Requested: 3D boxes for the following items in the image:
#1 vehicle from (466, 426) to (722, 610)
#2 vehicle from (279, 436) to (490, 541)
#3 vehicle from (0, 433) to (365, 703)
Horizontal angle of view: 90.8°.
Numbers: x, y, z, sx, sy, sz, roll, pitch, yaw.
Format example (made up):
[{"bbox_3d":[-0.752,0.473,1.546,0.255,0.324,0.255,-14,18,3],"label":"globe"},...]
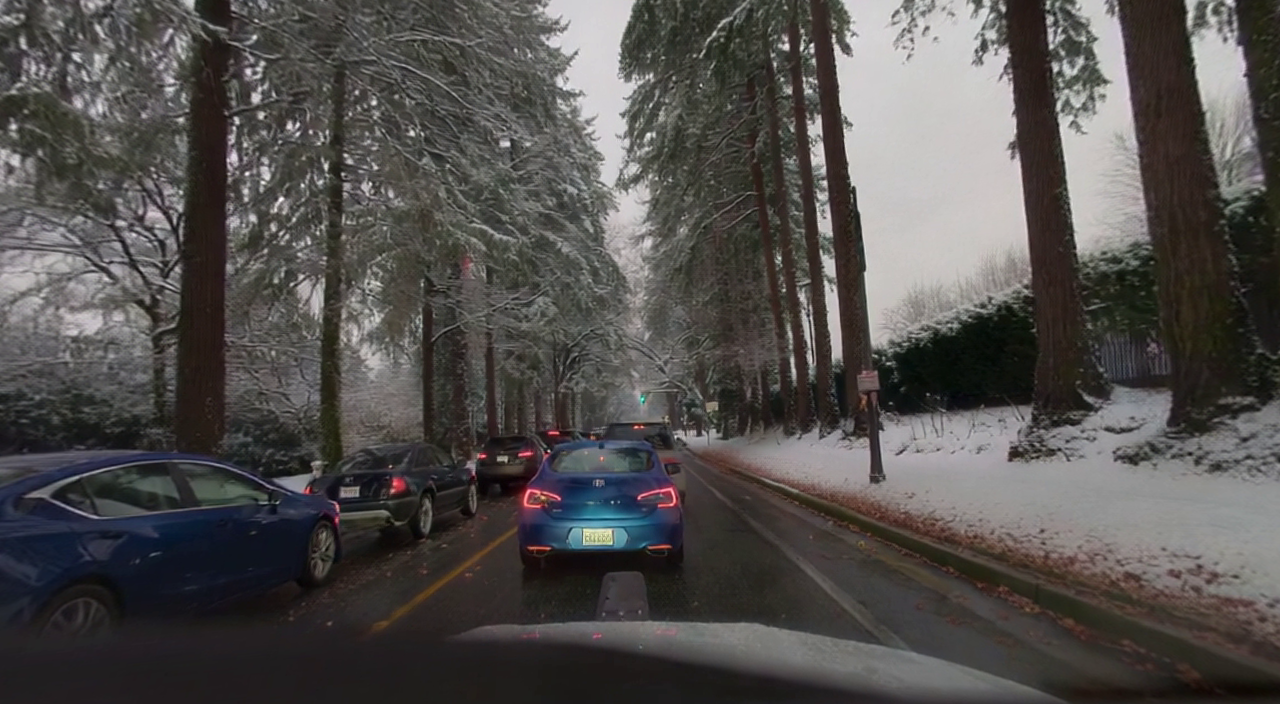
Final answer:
[{"bbox_3d":[-0.405,1.687,7.387,2.127,1.517,4.090,0,-8,-1],"label":"vehicle"},{"bbox_3d":[-4.255,2.316,11.466,1.898,1.503,4.453,0,-8,1],"label":"vehicle"},{"bbox_3d":[-3.809,1.313,4.465,1.784,1.408,4.141,0,-8,1],"label":"vehicle"}]
